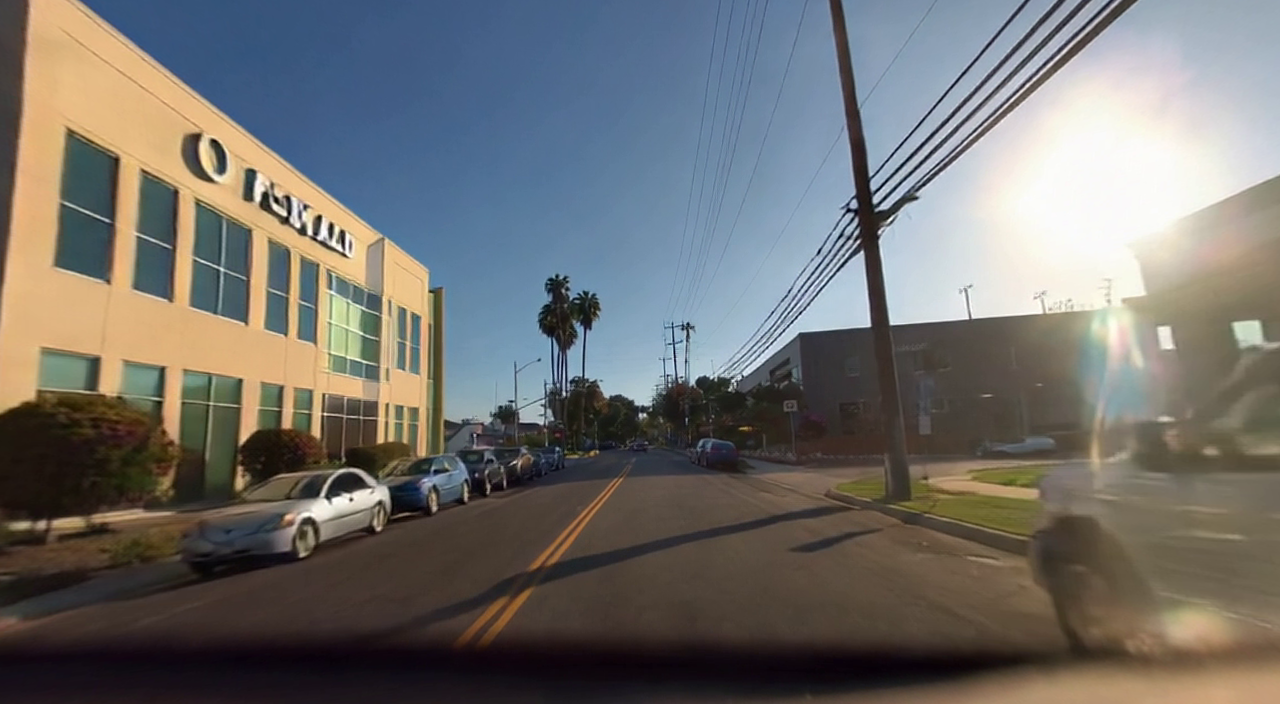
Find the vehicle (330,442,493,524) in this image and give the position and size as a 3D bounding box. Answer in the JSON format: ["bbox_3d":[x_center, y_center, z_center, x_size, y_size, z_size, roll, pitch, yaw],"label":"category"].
[{"bbox_3d":[-5.766,3.344,16.849,2.286,1.836,5.088,-1,-8,2],"label":"vehicle"}]

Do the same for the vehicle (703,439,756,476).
[{"bbox_3d":[4.092,4.910,29.635,1.948,1.607,4.873,0,-8,2],"label":"vehicle"}]

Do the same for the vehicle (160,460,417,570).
[{"bbox_3d":[-5.922,2.757,11.476,1.982,1.453,4.577,0,-8,1],"label":"vehicle"}]

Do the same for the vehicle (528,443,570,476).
[{"bbox_3d":[-5.641,6.701,39.623,2.126,1.864,4.831,0,-8,-2],"label":"vehicle"}]

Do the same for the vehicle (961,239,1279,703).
[{"bbox_3d":[3.556,0.530,1.372,2.485,2.123,6.029,0,-8,0],"label":"vehicle"}]
